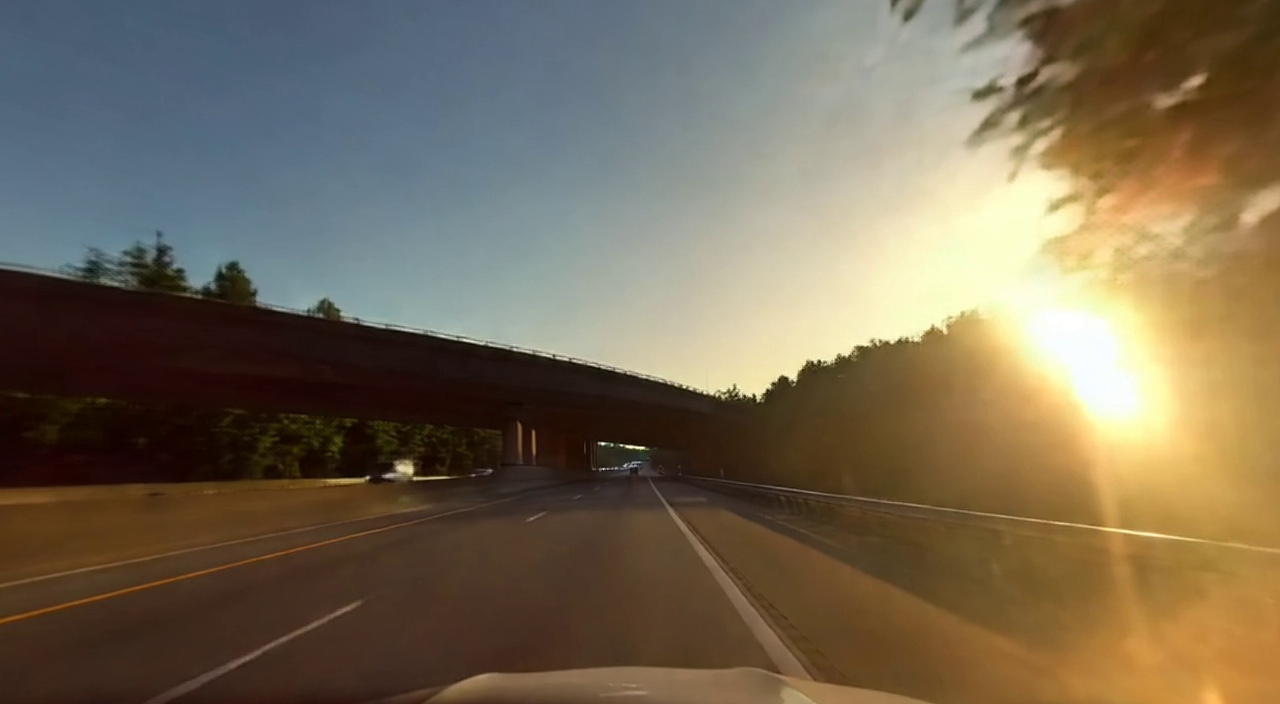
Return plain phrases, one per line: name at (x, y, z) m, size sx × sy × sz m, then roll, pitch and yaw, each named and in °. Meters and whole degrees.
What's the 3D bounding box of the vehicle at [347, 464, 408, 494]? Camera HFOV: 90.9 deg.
vehicle at (-16.920, 8.163, 40.815) m, size 1.949 × 1.760 × 4.605 m, roll 1°, pitch -10°, yaw 0°
